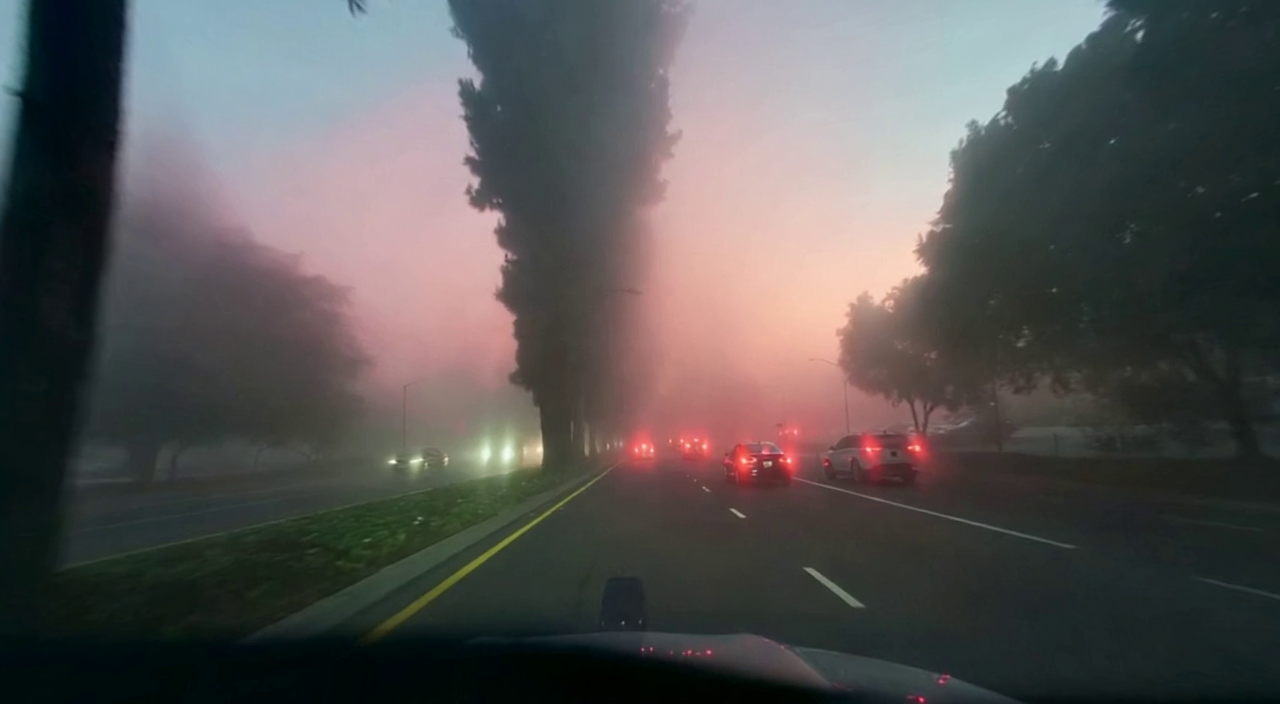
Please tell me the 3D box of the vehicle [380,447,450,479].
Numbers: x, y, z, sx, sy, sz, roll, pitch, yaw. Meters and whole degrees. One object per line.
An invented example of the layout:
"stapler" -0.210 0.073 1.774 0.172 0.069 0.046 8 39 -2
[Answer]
"vehicle" -11.247 5.547 31.670 1.866 1.500 4.361 0 -9 1

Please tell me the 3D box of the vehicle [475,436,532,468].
"vehicle" -7.973 5.894 37.126 2.116 1.747 4.727 0 -9 2

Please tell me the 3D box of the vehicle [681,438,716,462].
"vehicle" 4.293 7.276 46.689 2.130 1.718 4.310 0 -9 -1

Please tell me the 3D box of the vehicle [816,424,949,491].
"vehicle" 7.455 3.303 19.995 2.188 1.840 5.050 0 -9 0

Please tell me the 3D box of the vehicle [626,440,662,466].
"vehicle" 0.254 6.216 38.669 2.111 1.506 4.018 0 -9 0

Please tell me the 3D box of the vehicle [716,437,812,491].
"vehicle" 3.731 3.463 19.763 2.010 1.490 4.639 0 -9 -1
